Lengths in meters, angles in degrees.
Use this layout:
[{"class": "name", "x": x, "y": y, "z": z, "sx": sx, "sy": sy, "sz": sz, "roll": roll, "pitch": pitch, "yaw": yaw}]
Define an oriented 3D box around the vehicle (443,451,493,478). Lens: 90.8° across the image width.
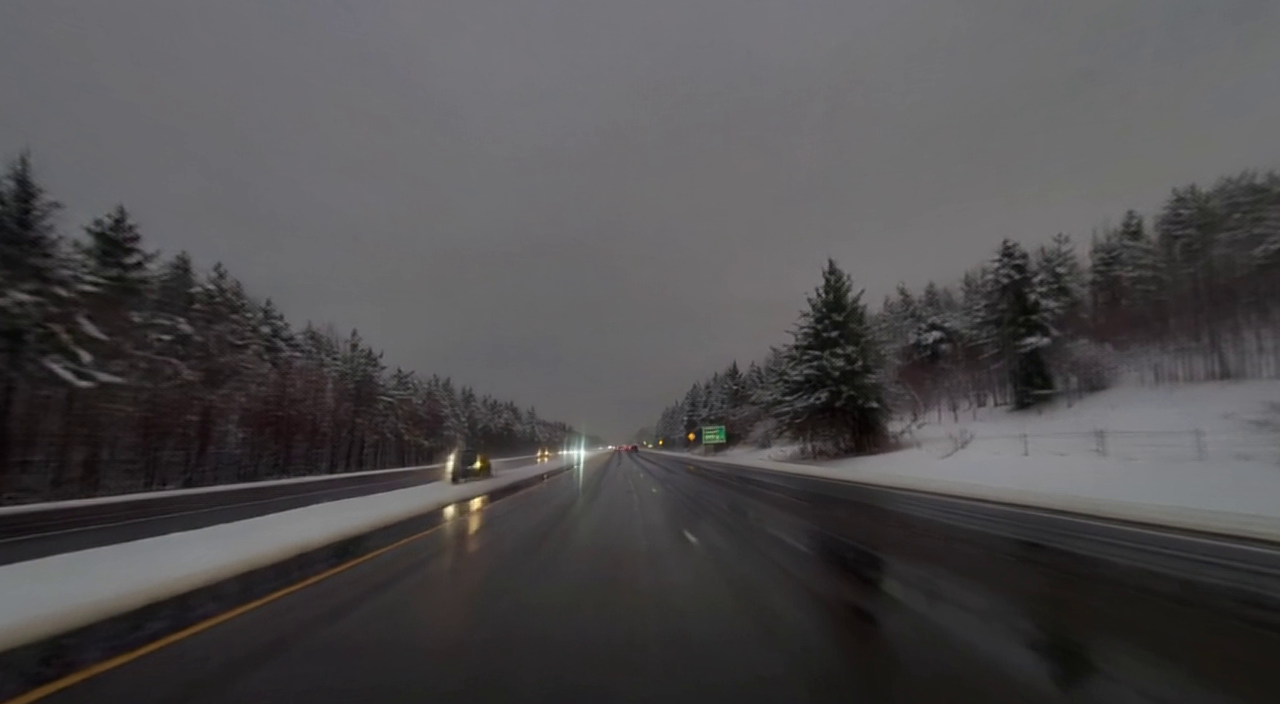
[{"class": "vehicle", "x": -10.459, "y": 6.846, "z": 38.611, "sx": 1.943, "sy": 1.477, "sz": 4.489, "roll": 0, "pitch": -9, "yaw": -2}]
